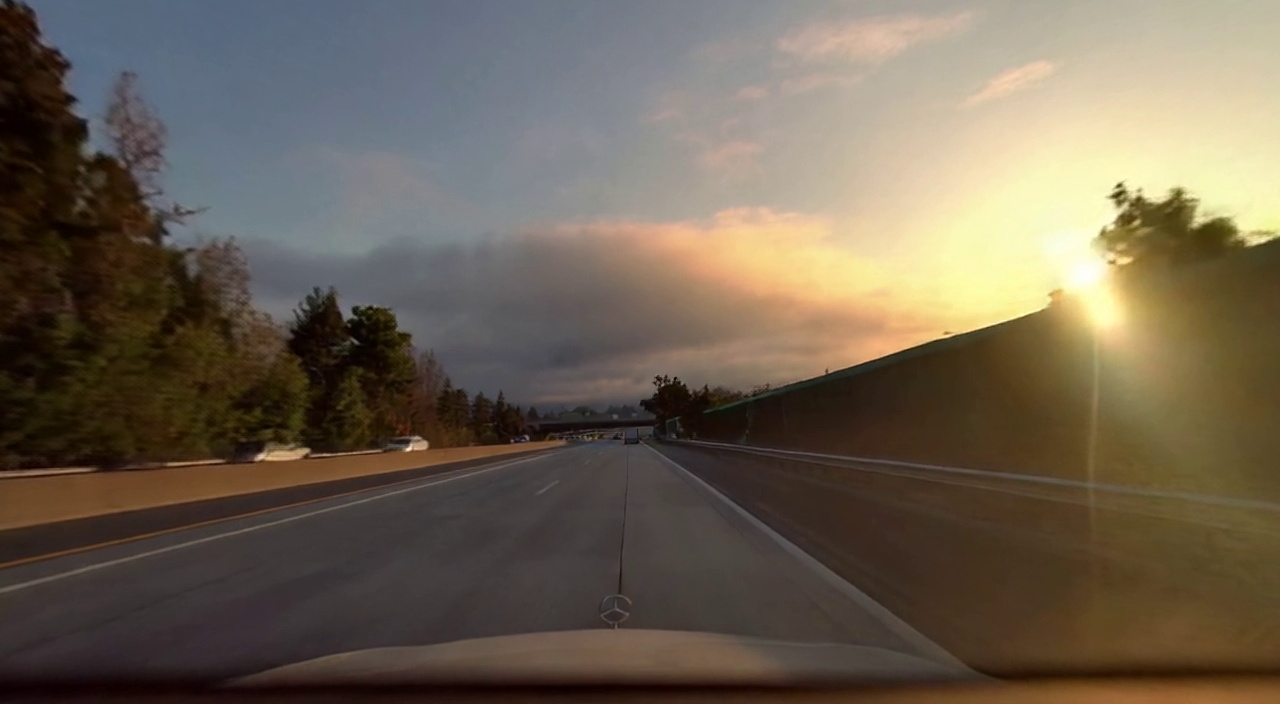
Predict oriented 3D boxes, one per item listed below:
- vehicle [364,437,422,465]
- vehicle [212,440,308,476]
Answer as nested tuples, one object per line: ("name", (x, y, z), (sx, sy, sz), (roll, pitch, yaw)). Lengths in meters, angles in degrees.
("vehicle", (-13.608, 5.435, 34.925), (1.792, 1.428, 3.550), (0, -7, -1))
("vehicle", (-17.406, 4.848, 29.145), (1.837, 1.446, 4.254), (0, -7, -1))
